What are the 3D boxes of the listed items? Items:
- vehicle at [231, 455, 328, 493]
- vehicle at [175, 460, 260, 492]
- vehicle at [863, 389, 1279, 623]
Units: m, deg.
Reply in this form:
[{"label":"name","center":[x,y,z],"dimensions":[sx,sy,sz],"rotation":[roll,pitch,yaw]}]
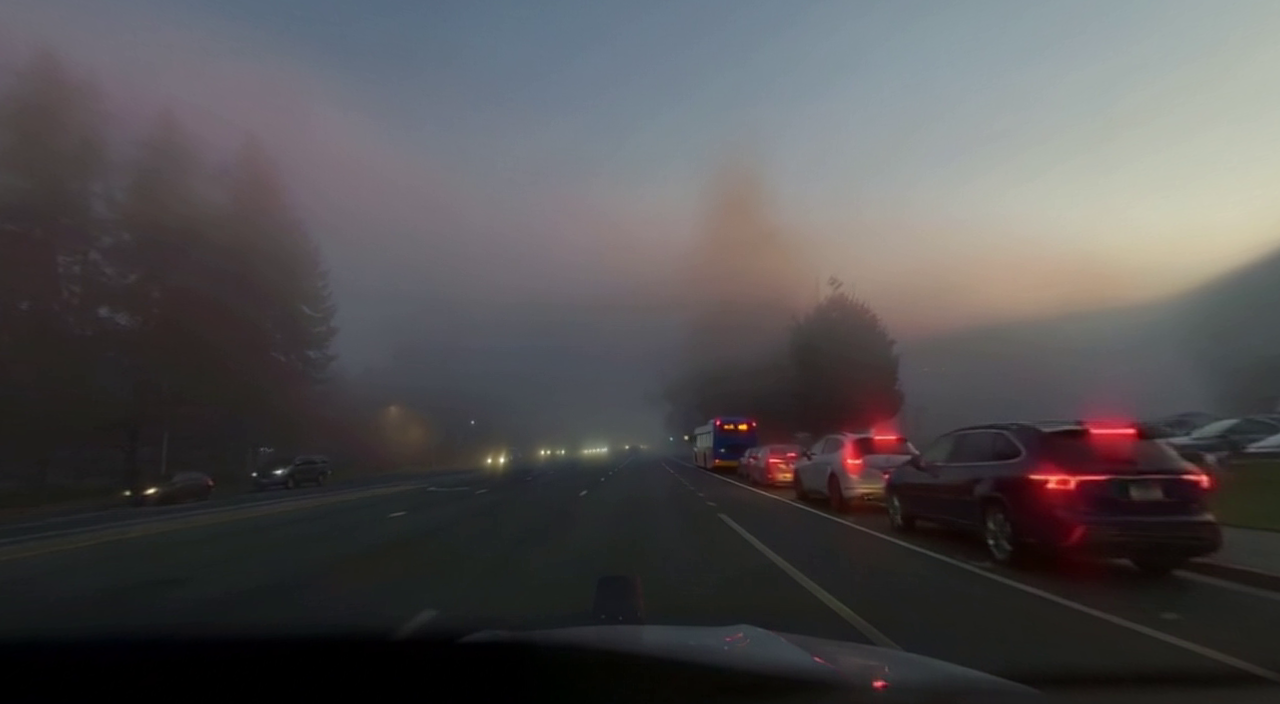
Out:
[{"label":"vehicle","center":[-19.417,6.573,34.367],"dimensions":[2.166,1.804,4.897],"rotation":[-1,-8,3]},{"label":"vehicle","center":[-28.951,8.487,43.366],"dimensions":[4.426,1.782,2.056],"rotation":[-4,-8,1]},{"label":"vehicle","center":[4.490,1.504,7.188],"dimensions":[2.094,1.731,4.763],"rotation":[0,-8,-1]}]
